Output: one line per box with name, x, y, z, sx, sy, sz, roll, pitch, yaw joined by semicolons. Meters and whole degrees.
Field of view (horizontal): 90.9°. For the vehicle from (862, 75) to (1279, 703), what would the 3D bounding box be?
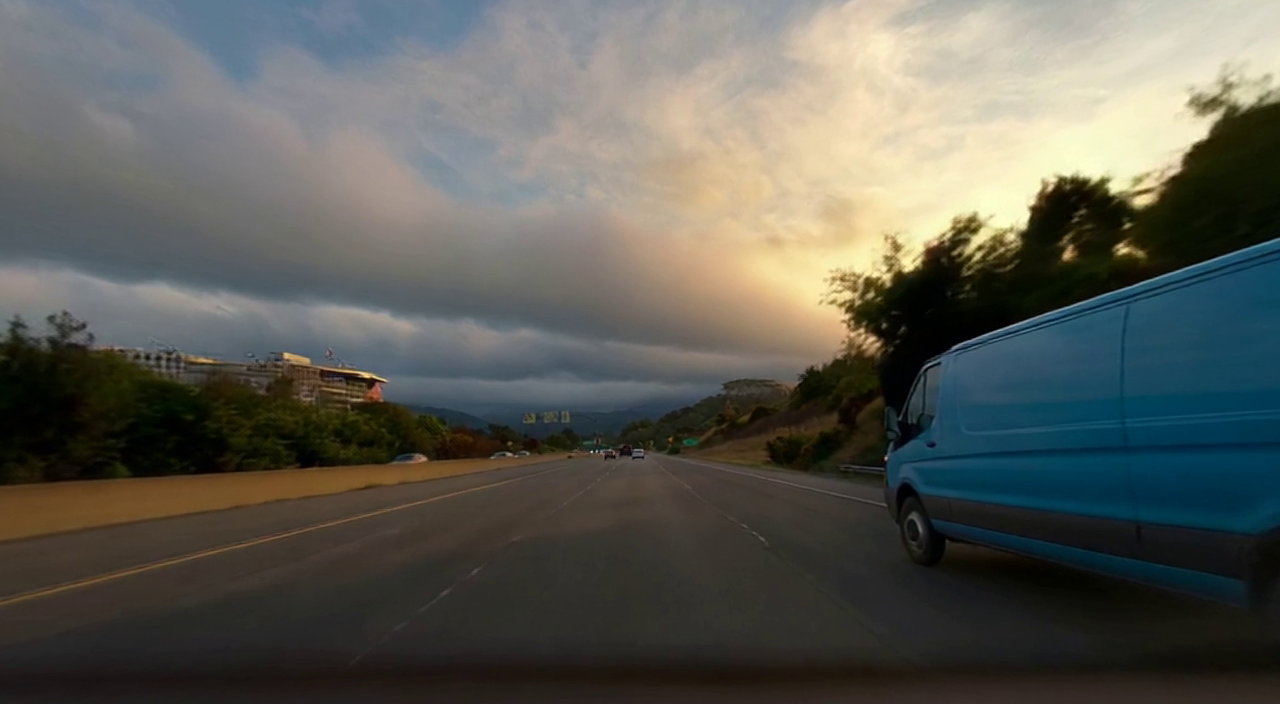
vehicle;3.988;0.480;4.154;2.527;2.809;6.831;0;-9;0
